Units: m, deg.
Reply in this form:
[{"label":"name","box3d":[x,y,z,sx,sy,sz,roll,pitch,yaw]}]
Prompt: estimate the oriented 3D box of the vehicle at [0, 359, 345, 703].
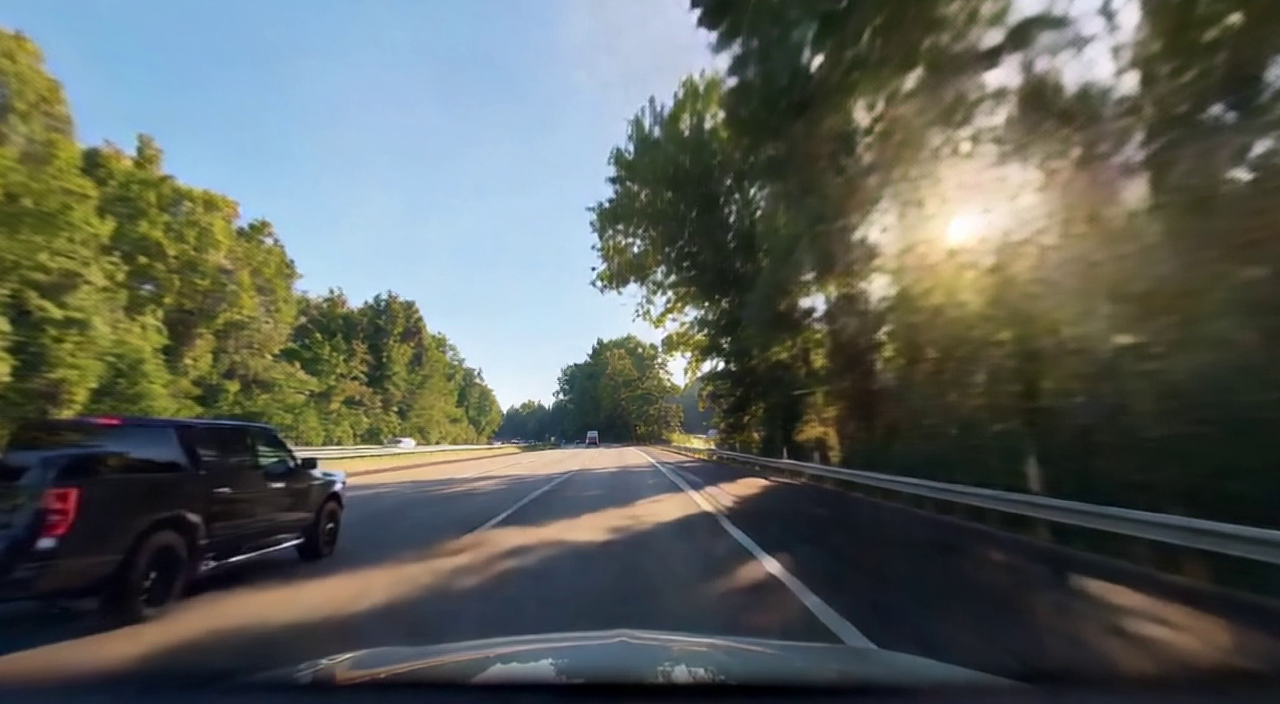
[{"label":"vehicle","box3d":[-4.102,1.074,4.495,2.034,1.675,4.080,0,-8,-1]}]
